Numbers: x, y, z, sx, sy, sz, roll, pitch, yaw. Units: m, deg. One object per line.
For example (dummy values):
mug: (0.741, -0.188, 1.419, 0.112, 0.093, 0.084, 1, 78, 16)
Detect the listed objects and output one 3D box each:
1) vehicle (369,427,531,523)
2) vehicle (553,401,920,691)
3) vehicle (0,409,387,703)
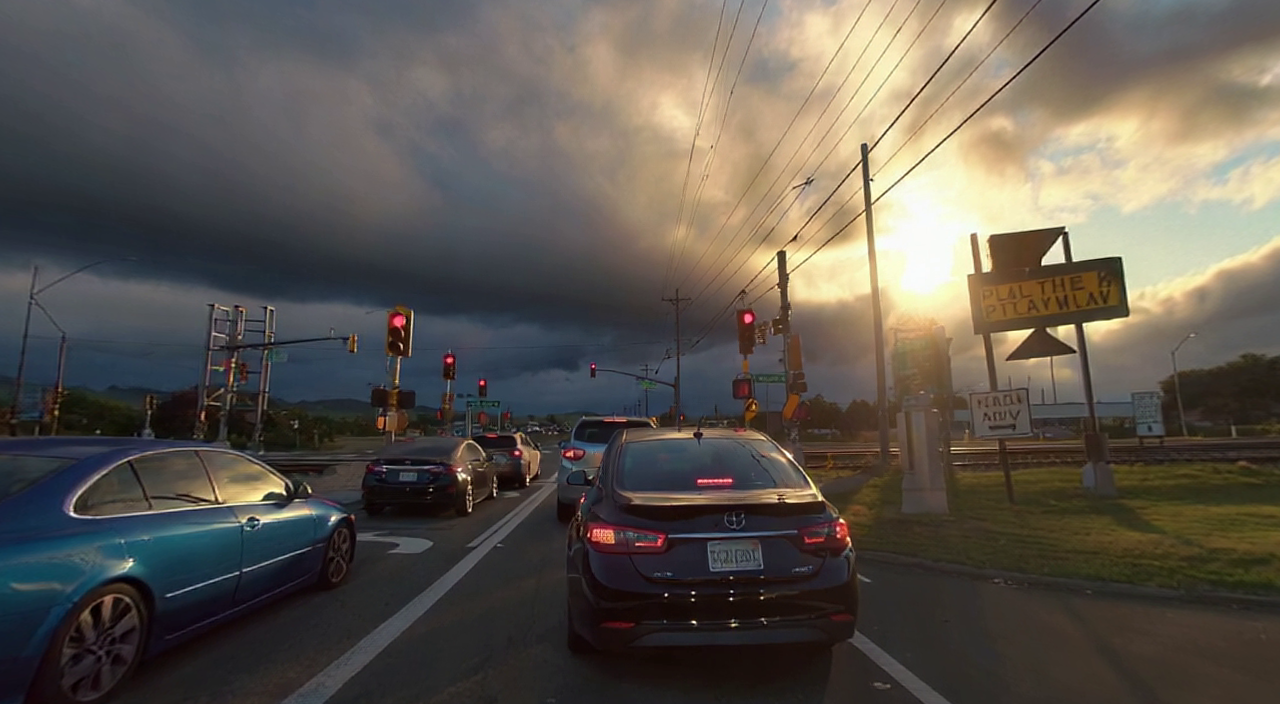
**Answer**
vehicle: (-3.365, 2.263, 12.082, 1.984, 1.505, 3.982, 0, -9, -2)
vehicle: (0.409, 1.335, 5.462, 1.998, 1.529, 3.960, 1, -9, -4)
vehicle: (-3.709, 1.248, 4.446, 1.956, 1.468, 4.585, 0, -9, 0)
